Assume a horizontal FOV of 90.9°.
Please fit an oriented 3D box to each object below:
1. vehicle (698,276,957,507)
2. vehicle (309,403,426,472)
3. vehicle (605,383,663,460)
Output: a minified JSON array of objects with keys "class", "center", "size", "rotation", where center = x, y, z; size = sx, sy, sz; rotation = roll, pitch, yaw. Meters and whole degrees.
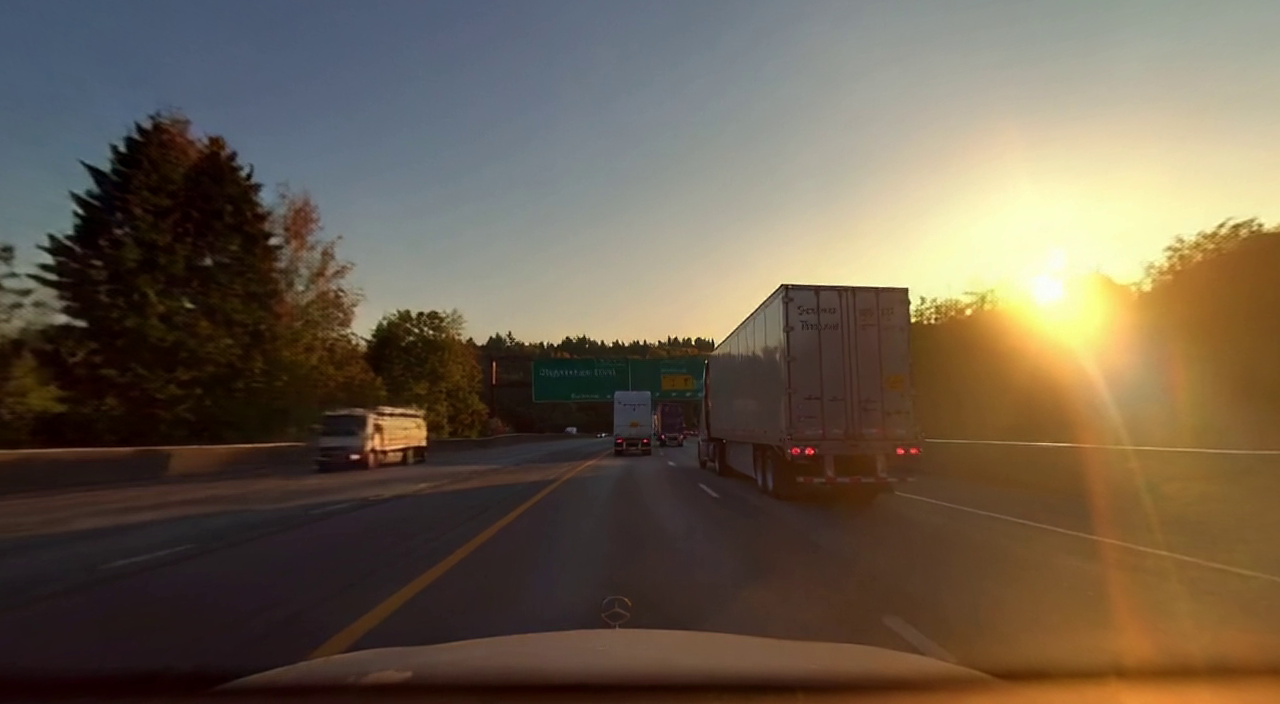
[{"class":"vehicle","center":[3.988,1.637,18.502],"size":[2.856,4.145,14.500],"rotation":[0,-8,-1]},{"class":"vehicle","center":[-13.099,4.211,31.033],"size":[2.765,2.984,6.749],"rotation":[0,-8,0]},{"class":"vehicle","center":[-0.370,4.254,37.588],"size":[2.958,3.917,10.196],"rotation":[0,-8,-1]}]
